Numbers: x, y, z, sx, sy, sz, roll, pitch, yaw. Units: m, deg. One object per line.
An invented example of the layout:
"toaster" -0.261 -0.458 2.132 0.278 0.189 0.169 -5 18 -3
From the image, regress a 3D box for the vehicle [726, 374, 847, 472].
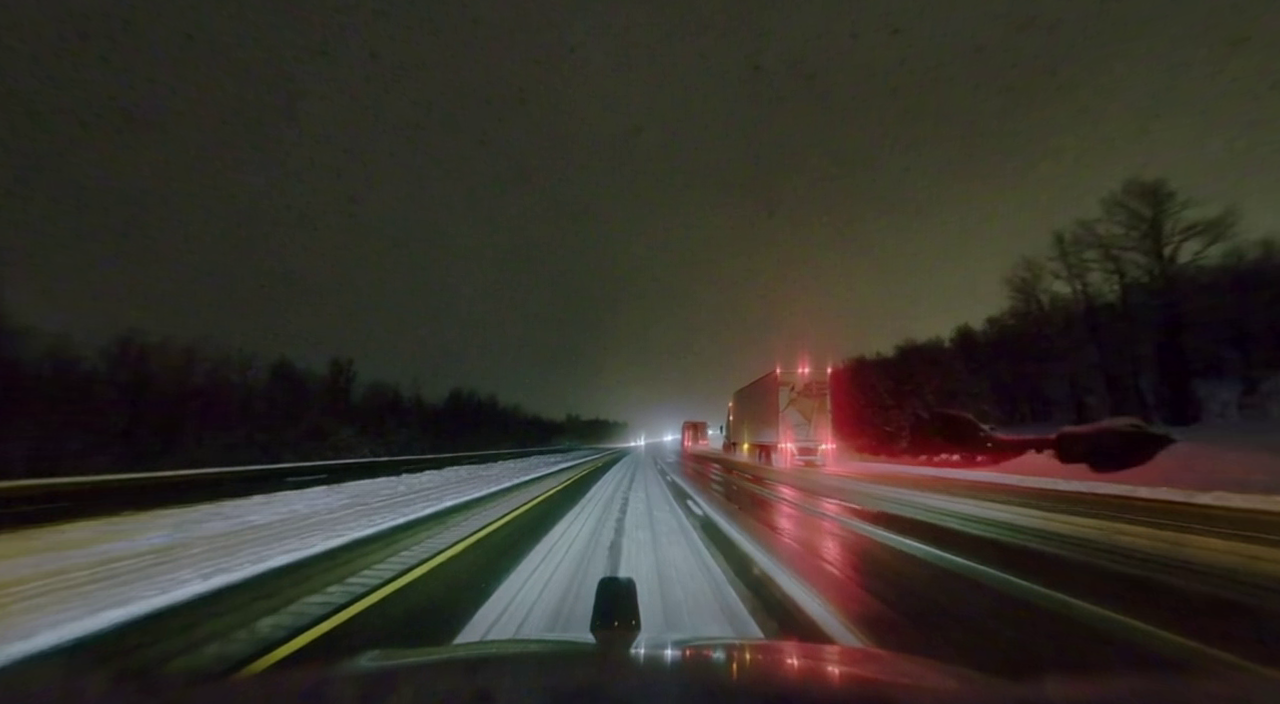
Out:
"vehicle" 7.066 3.948 33.316 2.885 4.075 13.981 0 -8 -1
